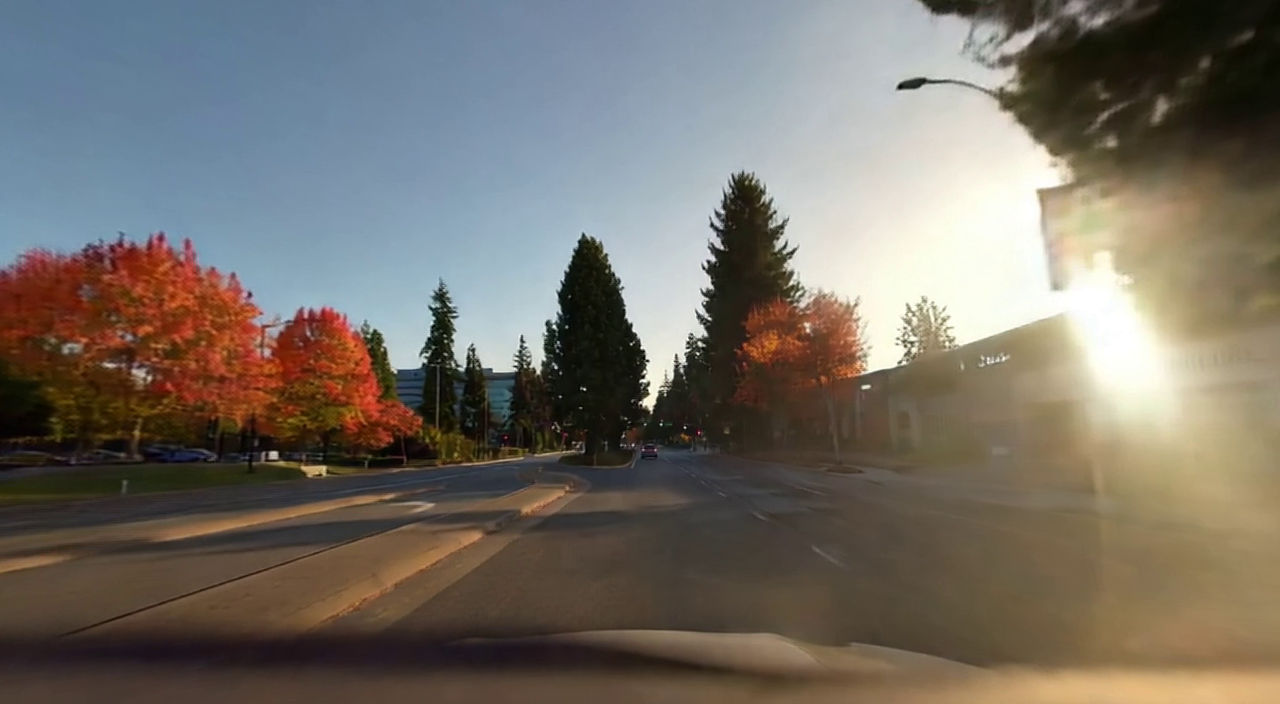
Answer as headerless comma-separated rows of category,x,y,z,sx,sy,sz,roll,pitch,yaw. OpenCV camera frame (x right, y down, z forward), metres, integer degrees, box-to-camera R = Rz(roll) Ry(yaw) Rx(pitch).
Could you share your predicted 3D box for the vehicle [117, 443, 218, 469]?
vehicle,-30.323,6.744,40.599,4.706,1.457,1.999,3,-11,-5
